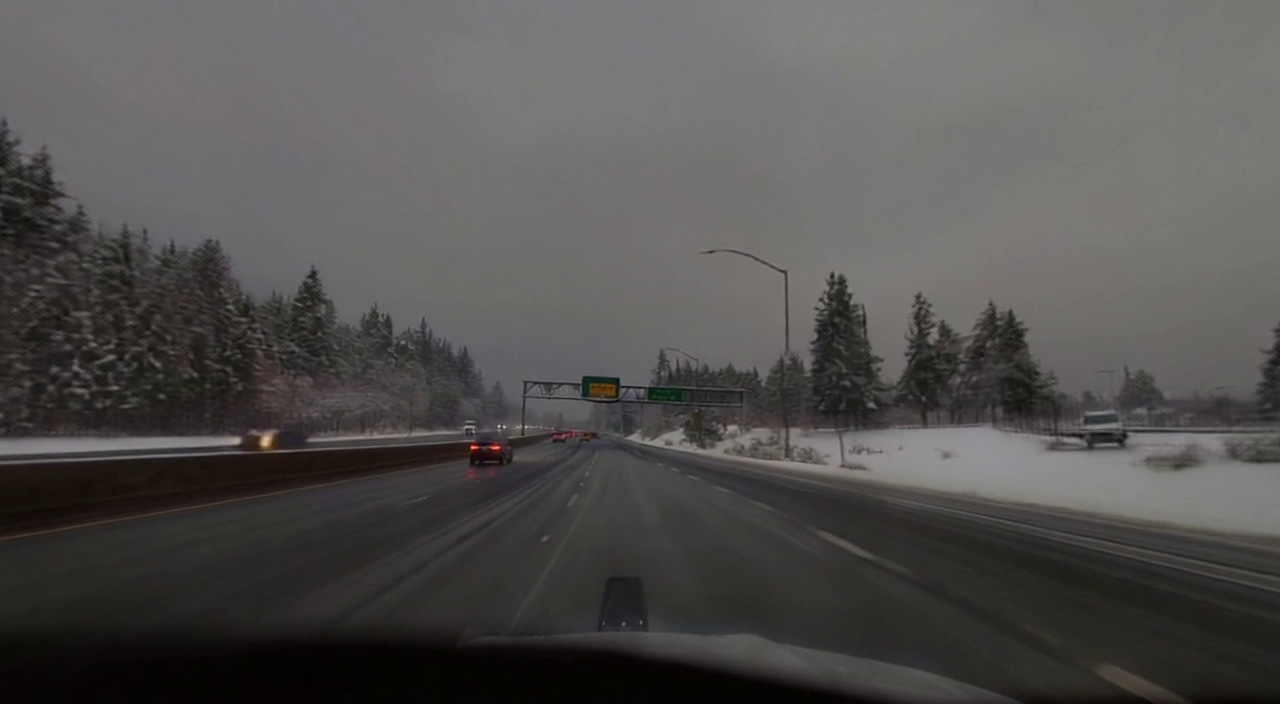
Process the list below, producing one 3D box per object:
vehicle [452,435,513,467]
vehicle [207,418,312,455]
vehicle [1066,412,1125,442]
[{"bbox_3d":[-7.959,5.022,32.233,2.025,1.494,4.495,0,-8,-1],"label":"vehicle"},{"bbox_3d":[-22.693,5.147,38.031,2.687,2.033,6.139,0,-8,-2],"label":"vehicle"},{"bbox_3d":[31.804,5.284,43.936,2.349,1.906,5.494,-9,-12,44],"label":"vehicle"}]
